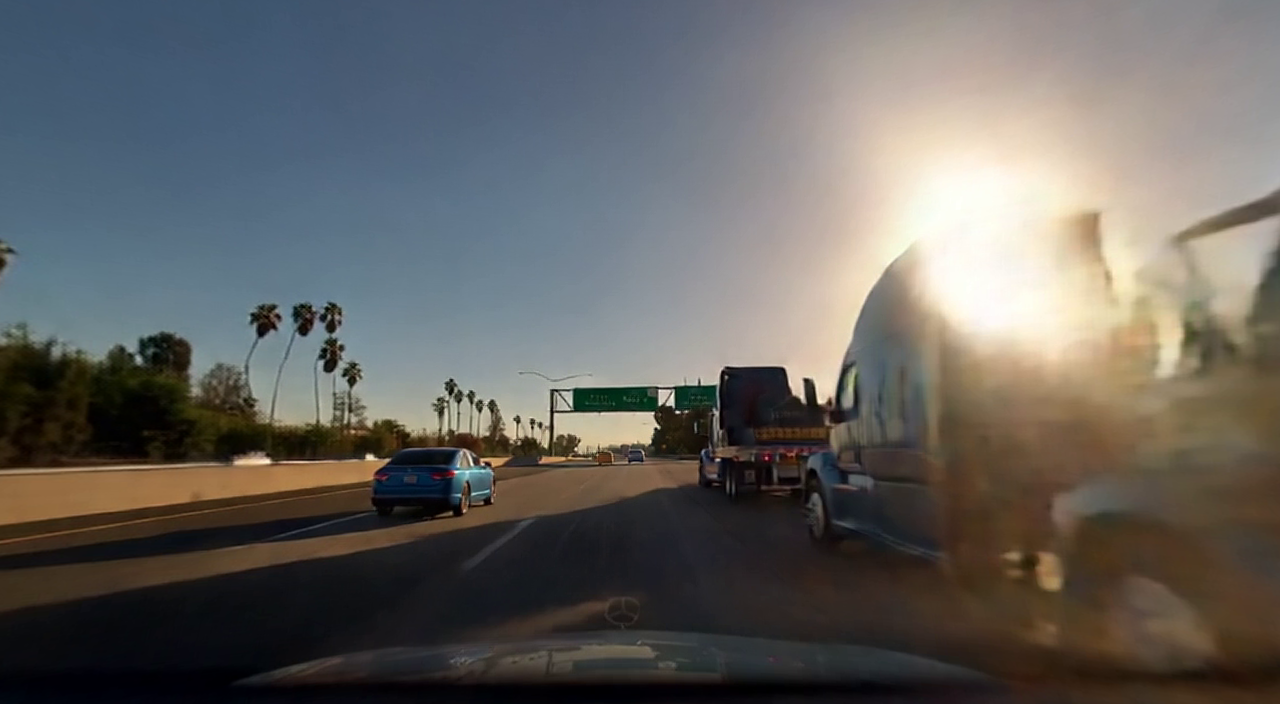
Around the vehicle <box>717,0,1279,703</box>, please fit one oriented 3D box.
[{"bbox_3d":[3.587,0.468,8.109,2.891,4.123,16.415,0,-9,-1],"label":"vehicle"}]

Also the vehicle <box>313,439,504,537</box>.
[{"bbox_3d":[-4.153,2.487,12.167,2.120,1.537,4.139,0,-9,0],"label":"vehicle"}]
